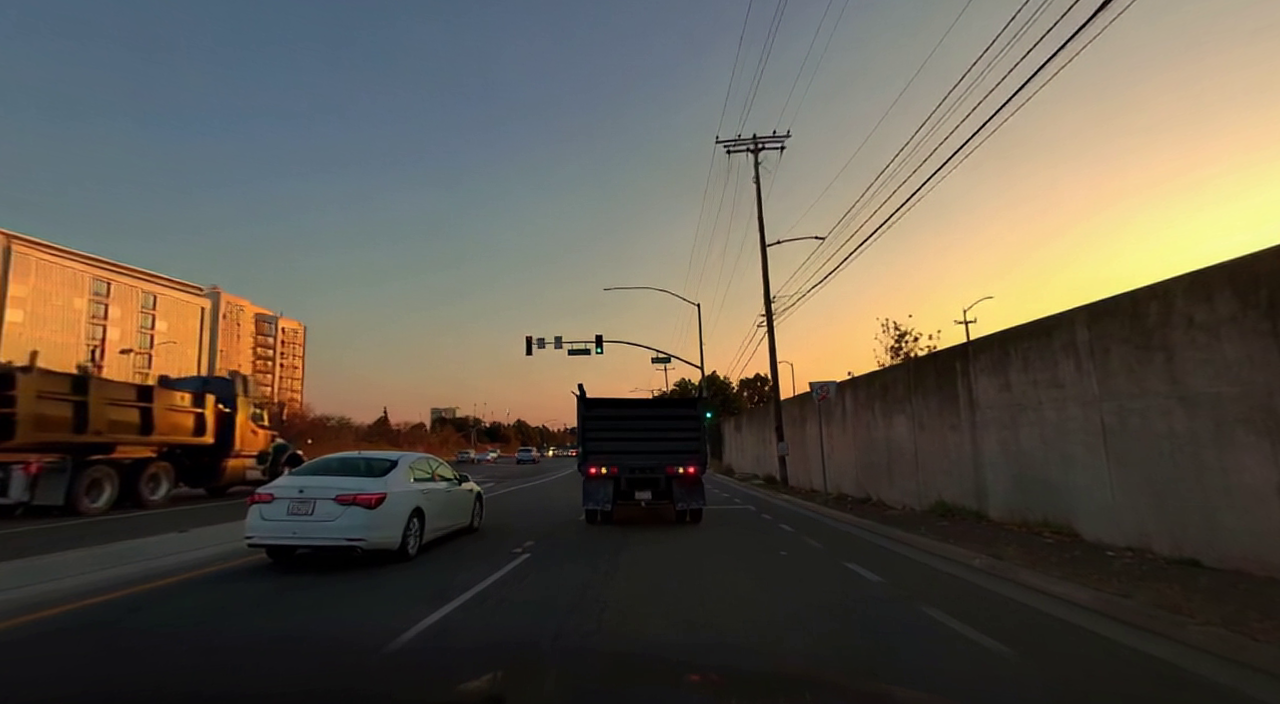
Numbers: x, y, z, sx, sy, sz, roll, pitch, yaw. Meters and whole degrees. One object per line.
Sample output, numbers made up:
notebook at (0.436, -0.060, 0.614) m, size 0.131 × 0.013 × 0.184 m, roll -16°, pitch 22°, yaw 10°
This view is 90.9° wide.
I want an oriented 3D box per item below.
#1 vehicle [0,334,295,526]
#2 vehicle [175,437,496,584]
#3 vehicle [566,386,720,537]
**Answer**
vehicle at (-13.425, 2.184, 17.055) m, size 3.016 × 3.847 × 8.707 m, roll 0°, pitch -8°, yaw 1°
vehicle at (-3.703, 1.998, 8.999) m, size 2.019 × 1.480 × 4.966 m, roll 0°, pitch -8°, yaw 1°
vehicle at (0.071, 2.084, 12.471) m, size 2.355 × 2.305 × 5.336 m, roll 0°, pitch -8°, yaw 1°
